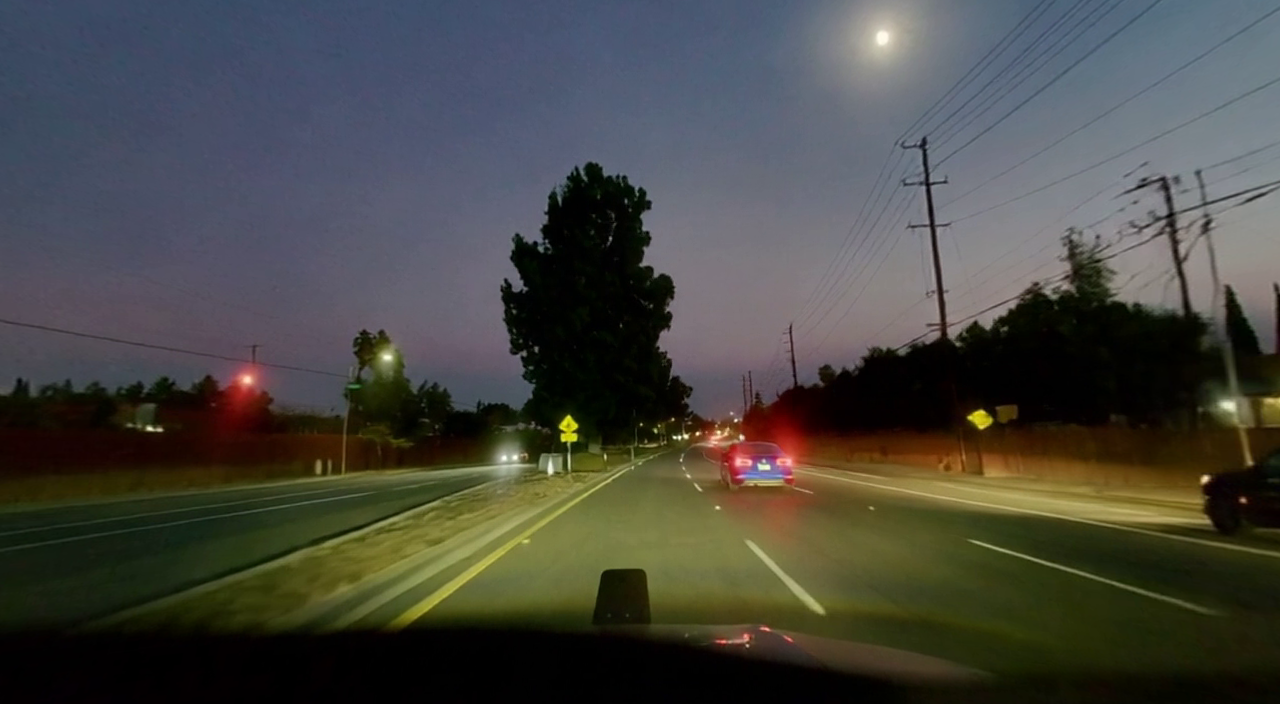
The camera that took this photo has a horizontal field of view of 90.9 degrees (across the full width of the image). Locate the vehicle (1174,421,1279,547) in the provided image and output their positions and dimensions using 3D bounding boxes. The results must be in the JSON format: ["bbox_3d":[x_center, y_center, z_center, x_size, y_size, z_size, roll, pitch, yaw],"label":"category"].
[{"bbox_3d":[9.751,1.725,8.040,1.978,1.700,4.461,0,-8,1],"label":"vehicle"}]

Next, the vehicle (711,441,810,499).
[{"bbox_3d":[3.358,3.364,18.400,2.063,1.481,4.247,0,-8,0],"label":"vehicle"}]
